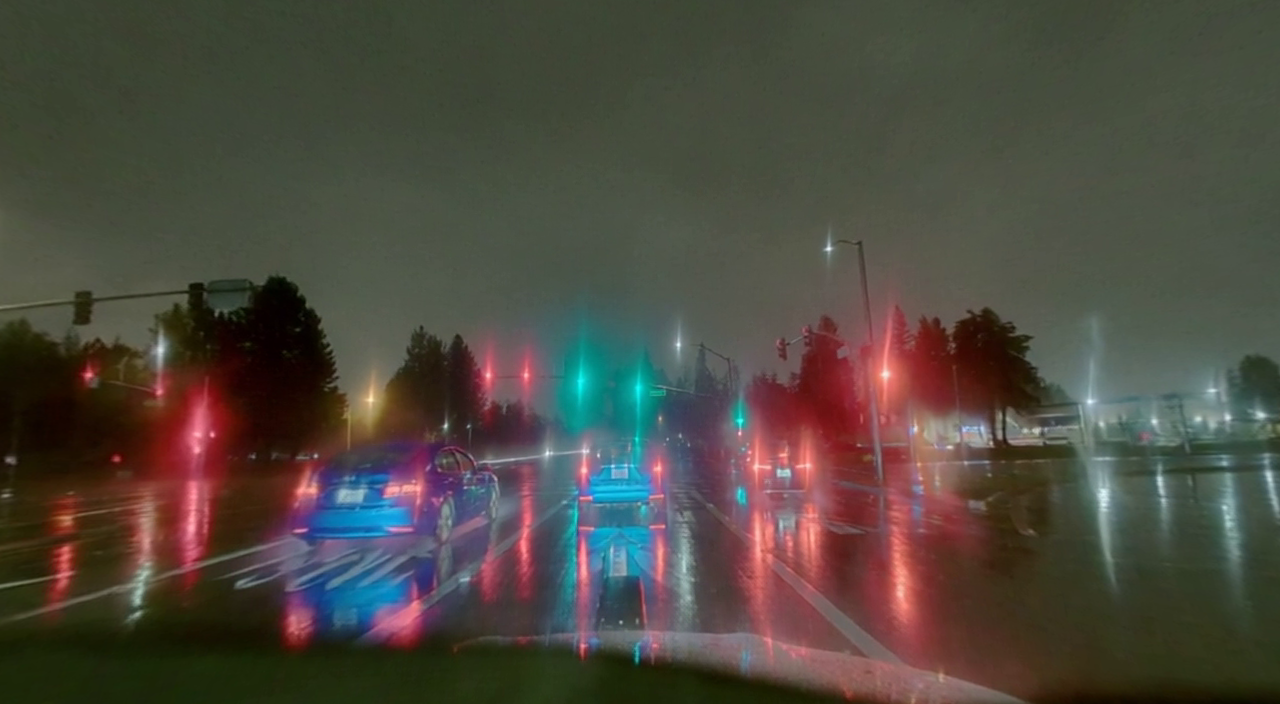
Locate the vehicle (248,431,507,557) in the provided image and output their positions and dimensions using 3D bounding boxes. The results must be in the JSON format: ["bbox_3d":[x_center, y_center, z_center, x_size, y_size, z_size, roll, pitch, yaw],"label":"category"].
[{"bbox_3d":[-3.581,2.018,9.763,2.052,1.472,4.479,0,-8,0],"label":"vehicle"}]

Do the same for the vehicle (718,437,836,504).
[{"bbox_3d":[3.280,2.928,16.123,1.970,1.449,4.433,0,-8,-1],"label":"vehicle"}]

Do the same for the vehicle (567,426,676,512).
[{"bbox_3d":[-0.351,2.490,13.840,2.038,1.599,3.844,0,-8,0],"label":"vehicle"}]
